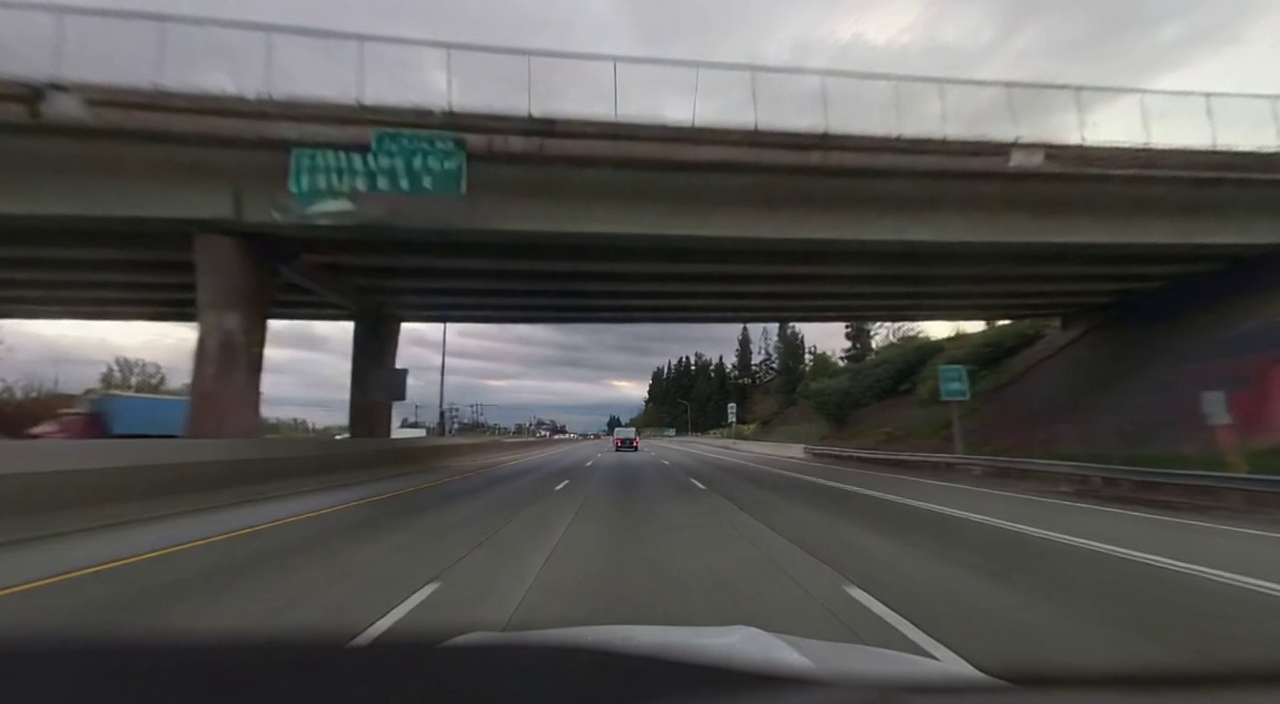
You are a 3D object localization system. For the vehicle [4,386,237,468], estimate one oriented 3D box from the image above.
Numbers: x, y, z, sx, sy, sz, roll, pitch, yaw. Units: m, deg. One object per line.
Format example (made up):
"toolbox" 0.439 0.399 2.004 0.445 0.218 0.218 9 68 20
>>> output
"vehicle" -24.358 3.726 30.626 2.906 3.332 9.656 0 -8 1

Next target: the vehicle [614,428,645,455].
"vehicle" -0.824 6.859 48.324 2.277 1.913 4.510 0 -8 -1
